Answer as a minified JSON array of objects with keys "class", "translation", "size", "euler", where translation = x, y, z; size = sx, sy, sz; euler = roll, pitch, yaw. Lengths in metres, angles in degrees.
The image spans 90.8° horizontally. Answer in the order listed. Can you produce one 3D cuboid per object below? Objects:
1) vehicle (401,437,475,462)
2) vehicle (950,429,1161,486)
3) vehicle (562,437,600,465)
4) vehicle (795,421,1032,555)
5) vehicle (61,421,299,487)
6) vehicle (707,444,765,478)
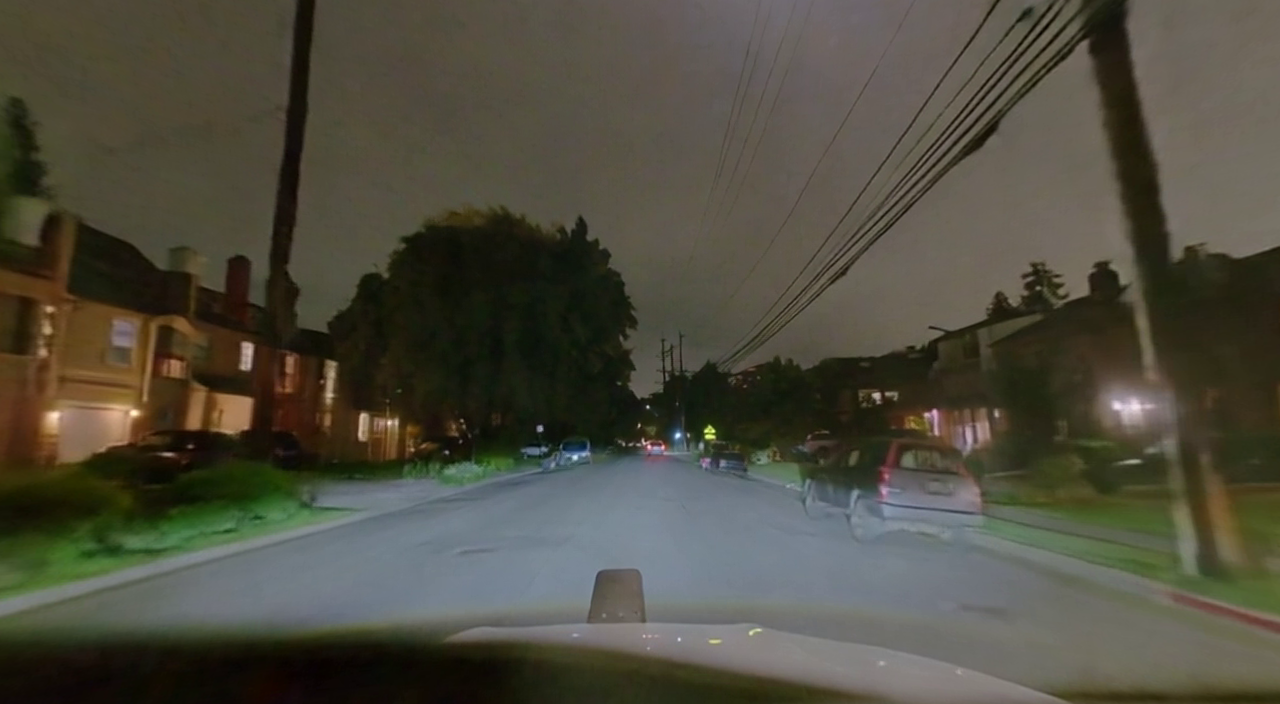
[{"class":"vehicle","translation":[-13.883,6.693,43.393],"size":[4.702,1.675,1.984],"euler":[-4,-9,27]},{"class":"vehicle","translation":[12.120,3.117,18.678],"size":[4.905,1.570,1.900],"euler":[0,-10,-2]},{"class":"vehicle","translation":[-4.170,7.065,45.550],"size":[2.164,1.810,5.044],"euler":[1,-7,1]},{"class":"vehicle","translation":[4.225,2.171,10.884],"size":[2.066,1.753,4.877],"euler":[0,-8,3]},{"class":"vehicle","translation":[-12.307,2.751,17.179],"size":[4.792,1.521,2.077],"euler":[2,-8,1]},{"class":"vehicle","translation":[4.438,5.119,29.969],"size":[2.031,1.471,4.328],"euler":[0,-8,-1]}]
